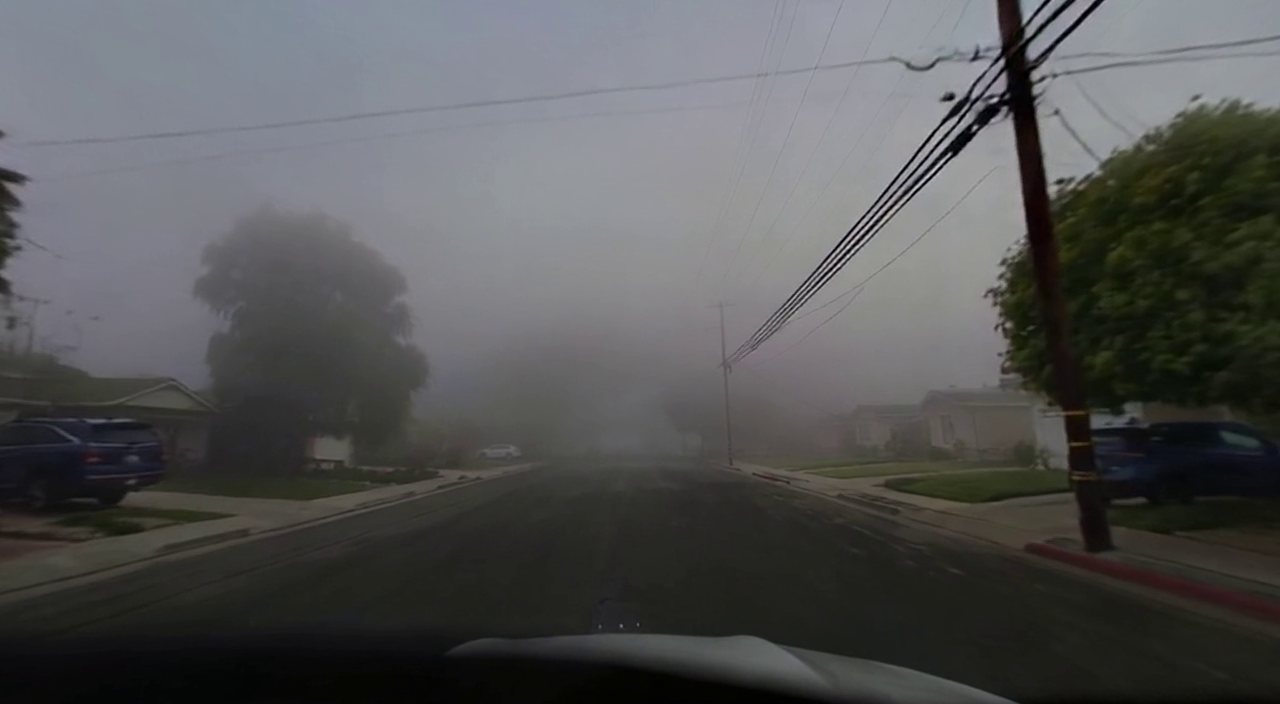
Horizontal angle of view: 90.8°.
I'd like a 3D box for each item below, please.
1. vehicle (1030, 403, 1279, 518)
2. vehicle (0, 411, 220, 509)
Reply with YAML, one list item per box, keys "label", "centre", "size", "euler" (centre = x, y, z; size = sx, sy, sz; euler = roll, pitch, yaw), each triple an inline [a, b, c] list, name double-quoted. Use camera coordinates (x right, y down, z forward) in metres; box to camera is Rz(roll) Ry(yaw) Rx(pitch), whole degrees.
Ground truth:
- label: "vehicle"
  centre: [10.255, 1.875, 11.169]
  size: [5.221, 1.798, 2.211]
  euler: [0, -8, -2]
- label: "vehicle"
  centre: [-12.365, 2.236, 13.306]
  size: [5.186, 1.842, 2.465]
  euler: [0, -8, -1]
